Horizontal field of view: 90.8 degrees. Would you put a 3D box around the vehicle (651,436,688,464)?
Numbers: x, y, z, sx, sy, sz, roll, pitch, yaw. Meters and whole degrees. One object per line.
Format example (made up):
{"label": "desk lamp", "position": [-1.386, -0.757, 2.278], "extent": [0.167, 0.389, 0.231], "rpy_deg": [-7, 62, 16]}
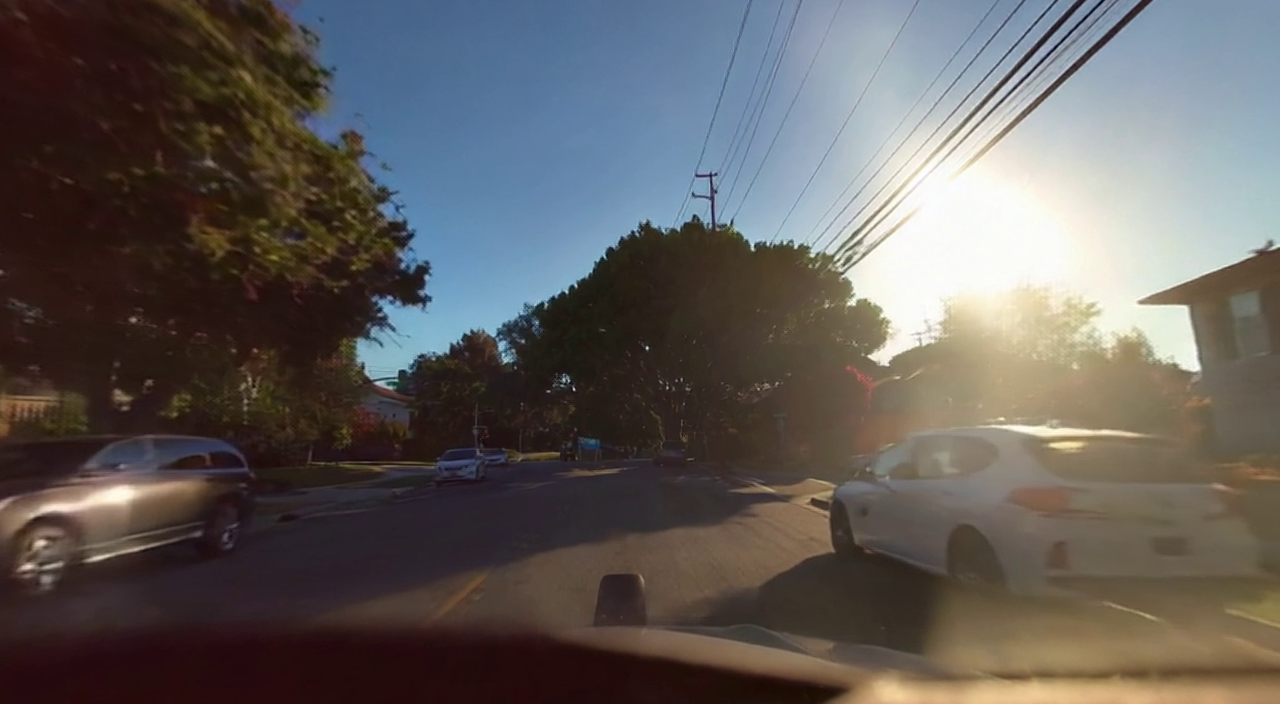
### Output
{"label": "vehicle", "position": [2.231, 7.684, 49.610], "extent": [2.173, 1.992, 5.891], "rpy_deg": [1, -9, -4]}

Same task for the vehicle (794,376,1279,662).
{"label": "vehicle", "position": [3.498, 1.452, 6.734], "extent": [2.178, 1.757, 5.495], "rpy_deg": [0, -9, -2]}

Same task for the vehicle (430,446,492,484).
{"label": "vehicle", "position": [-7.605, 4.821, 27.231], "extent": [1.997, 1.456, 4.319], "rpy_deg": [1, -9, -8]}

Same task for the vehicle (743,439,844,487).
{"label": "vehicle", "position": [5.930, 4.181, 24.109], "extent": [1.944, 1.636, 4.140], "rpy_deg": [-8, -12, 42]}

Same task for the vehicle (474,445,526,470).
{"label": "vehicle", "position": [-9.099, 6.808, 40.851], "extent": [2.033, 1.477, 4.626], "rpy_deg": [5, -10, -28]}

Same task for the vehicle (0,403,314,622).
{"label": "vehicle", "position": [-6.454, 1.721, 7.680], "extent": [2.158, 1.817, 5.230], "rpy_deg": [0, -9, 0]}
